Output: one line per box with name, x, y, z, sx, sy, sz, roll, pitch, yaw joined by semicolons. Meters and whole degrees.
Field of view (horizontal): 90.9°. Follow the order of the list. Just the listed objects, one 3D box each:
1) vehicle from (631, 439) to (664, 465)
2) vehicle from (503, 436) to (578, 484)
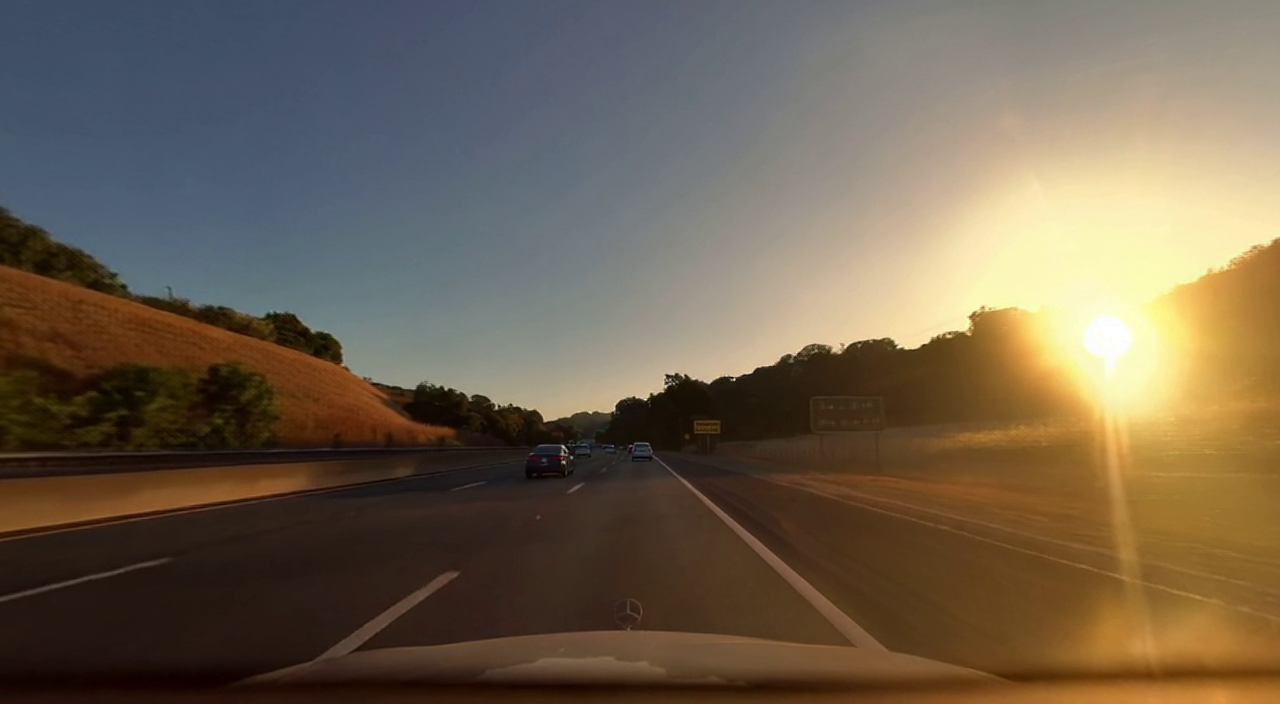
vehicle;0.511;7.026;44.405;2.259;1.697;4.106;0;-8;0
vehicle;-3.666;4.066;24.054;2.028;1.634;4.441;0;-8;1
